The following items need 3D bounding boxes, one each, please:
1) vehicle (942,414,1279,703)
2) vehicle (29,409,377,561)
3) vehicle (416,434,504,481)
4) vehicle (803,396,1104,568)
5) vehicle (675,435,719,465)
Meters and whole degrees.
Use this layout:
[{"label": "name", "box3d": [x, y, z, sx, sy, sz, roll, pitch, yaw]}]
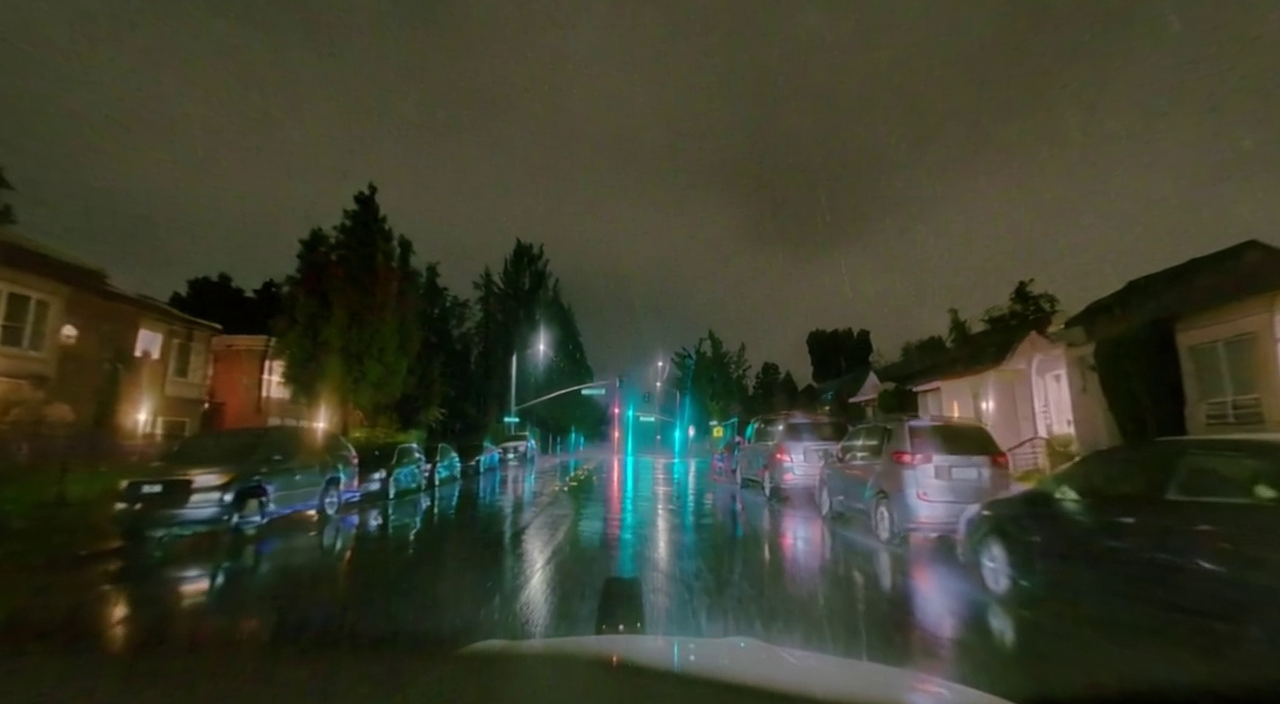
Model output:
[{"label": "vehicle", "box3d": [4.158, 1.208, 4.193, 1.877, 1.486, 4.713, 0, -8, -1]}, {"label": "vehicle", "box3d": [-7.204, 2.243, 11.668, 2.195, 2.023, 6.055, 0, -8, -1]}, {"label": "vehicle", "box3d": [-7.536, 4.473, 27.137, 2.042, 1.785, 5.876, 0, -8, 0]}, {"label": "vehicle", "box3d": [3.993, 1.732, 9.181, 1.818, 1.825, 4.629, 0, -8, -2]}, {"label": "vehicle", "box3d": [3.467, 6.063, 39.226, 2.101, 1.771, 4.747, 0, -8, -2]}]
